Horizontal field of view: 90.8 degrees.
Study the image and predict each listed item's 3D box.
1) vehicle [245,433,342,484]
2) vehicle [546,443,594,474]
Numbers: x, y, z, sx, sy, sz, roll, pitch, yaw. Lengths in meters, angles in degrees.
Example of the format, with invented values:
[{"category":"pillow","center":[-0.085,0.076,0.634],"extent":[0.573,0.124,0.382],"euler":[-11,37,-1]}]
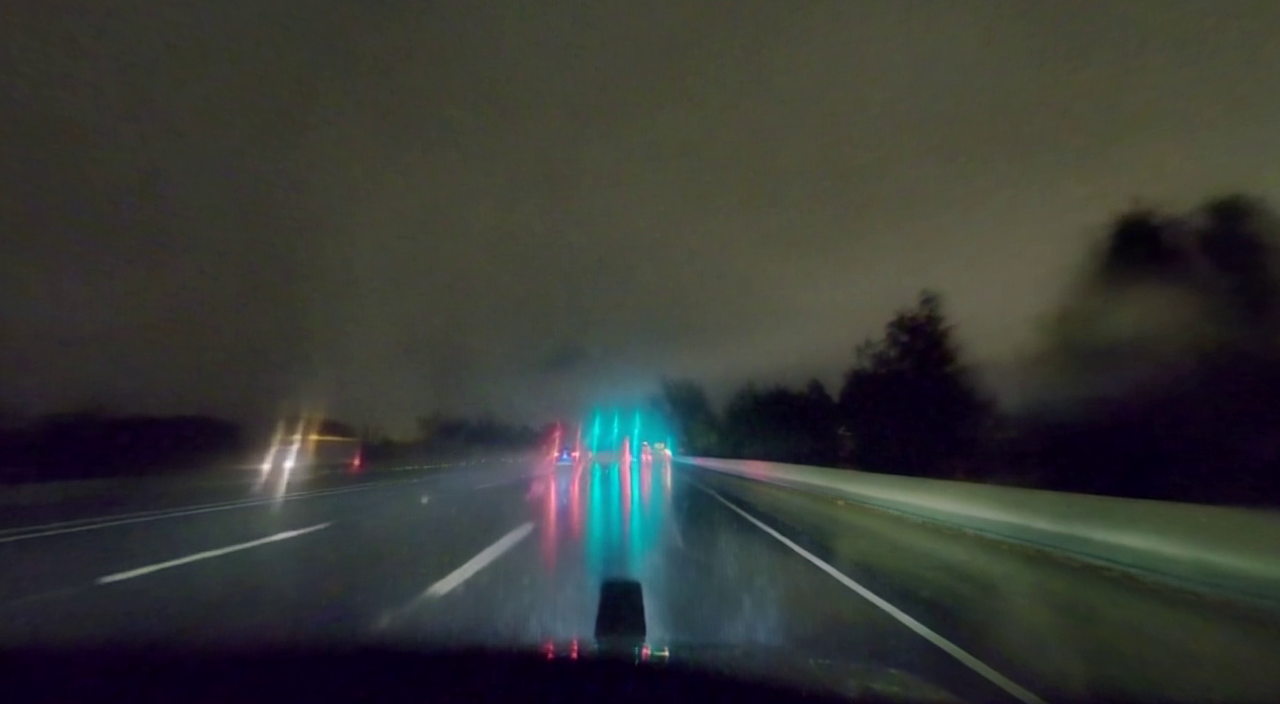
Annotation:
[{"category":"vehicle","center":[-24.894,7.678,45.859],"extent":[2.650,3.318,7.600],"euler":[0,-9,1]},{"category":"vehicle","center":[-4.184,6.466,38.432],"extent":[2.272,1.759,5.058],"euler":[0,-9,1]}]
